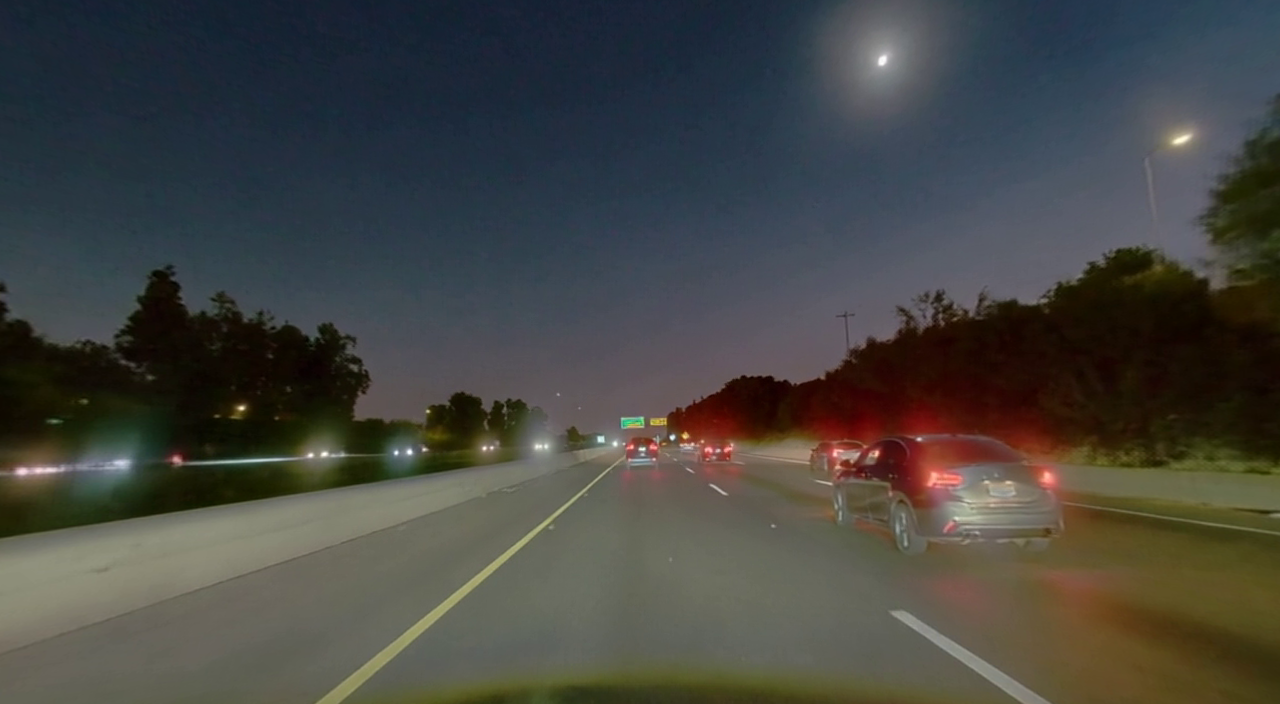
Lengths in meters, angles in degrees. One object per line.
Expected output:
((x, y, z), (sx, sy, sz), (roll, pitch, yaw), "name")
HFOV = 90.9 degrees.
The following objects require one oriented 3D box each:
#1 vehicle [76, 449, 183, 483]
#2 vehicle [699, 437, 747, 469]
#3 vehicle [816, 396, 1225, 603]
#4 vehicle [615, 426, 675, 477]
((-27.193, 6.036, 33.808), (1.927, 1.635, 4.529), (0, -8, 0), "vehicle")
((4.197, 5.167, 32.483), (1.825, 1.487, 4.034), (0, -8, -1), "vehicle")
((3.725, 1.518, 7.405), (2.003, 1.661, 4.418), (0, -8, 0), "vehicle")
((0.176, 3.914, 25.020), (2.189, 1.852, 4.038), (0, -8, 0), "vehicle")
